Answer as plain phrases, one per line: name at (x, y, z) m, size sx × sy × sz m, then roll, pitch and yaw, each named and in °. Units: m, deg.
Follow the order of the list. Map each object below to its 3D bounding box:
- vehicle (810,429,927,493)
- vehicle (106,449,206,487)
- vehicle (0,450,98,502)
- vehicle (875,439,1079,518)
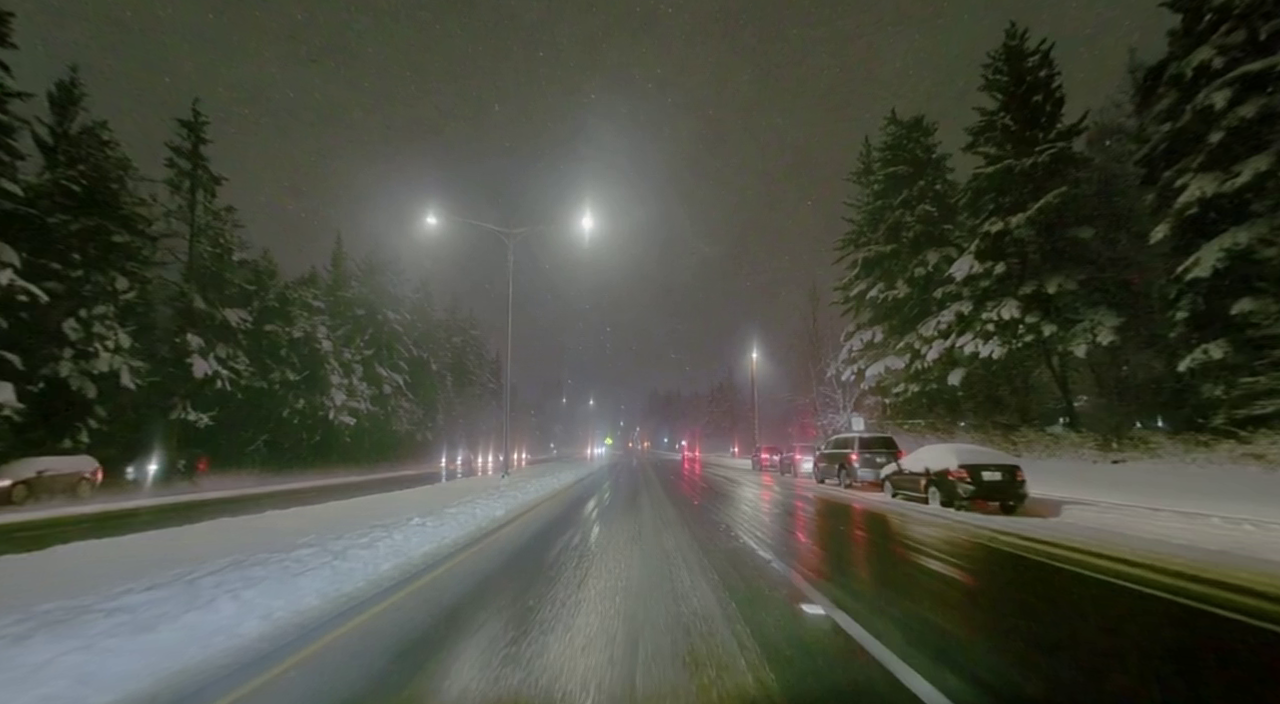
vehicle at (7.343, 3.545, 20.898) m, size 1.998 × 1.873 × 4.659 m, roll 0°, pitch -8°, yaw -1°
vehicle at (-27.720, 6.614, 36.476) m, size 2.180 × 1.915 × 5.140 m, roll 1°, pitch -8°, yaw -7°
vehicle at (-25.584, 5.130, 25.914) m, size 4.699 × 1.866 × 2.179 m, roll -3°, pitch -8°, yaw -2°
vehicle at (7.334, 2.778, 14.460) m, size 1.975 × 1.479 × 4.632 m, roll 0°, pitch -8°, yaw -2°
